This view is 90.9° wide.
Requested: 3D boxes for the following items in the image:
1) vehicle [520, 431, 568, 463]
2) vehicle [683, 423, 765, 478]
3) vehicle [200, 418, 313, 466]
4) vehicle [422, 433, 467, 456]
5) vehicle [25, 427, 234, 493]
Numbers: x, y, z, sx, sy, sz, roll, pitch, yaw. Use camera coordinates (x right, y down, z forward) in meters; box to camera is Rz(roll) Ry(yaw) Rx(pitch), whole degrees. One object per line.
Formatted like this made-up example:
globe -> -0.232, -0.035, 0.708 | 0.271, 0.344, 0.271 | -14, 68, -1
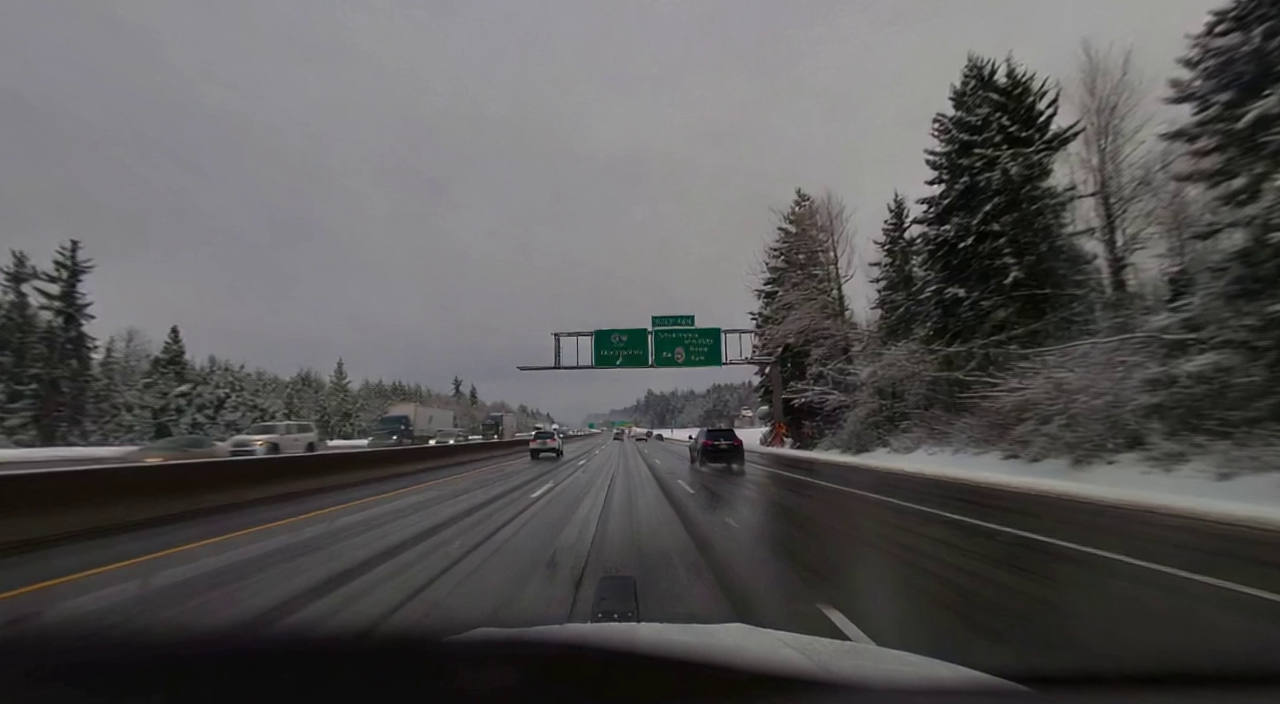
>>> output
vehicle -> -4.964, 4.958, 33.102 | 1.996, 1.518, 4.229 | 0, -8, -2
vehicle -> 2.689, 3.265, 21.213 | 2.022, 1.637, 4.229 | 0, -8, -3
vehicle -> -17.097, 4.050, 28.445 | 2.151, 1.970, 4.758 | 0, -8, -2
vehicle -> -12.958, 6.120, 41.946 | 1.809, 1.454, 4.209 | 0, -8, -2
vehicle -> -12.876, 2.724, 16.351 | 1.858, 1.475, 4.355 | 0, -8, -1
